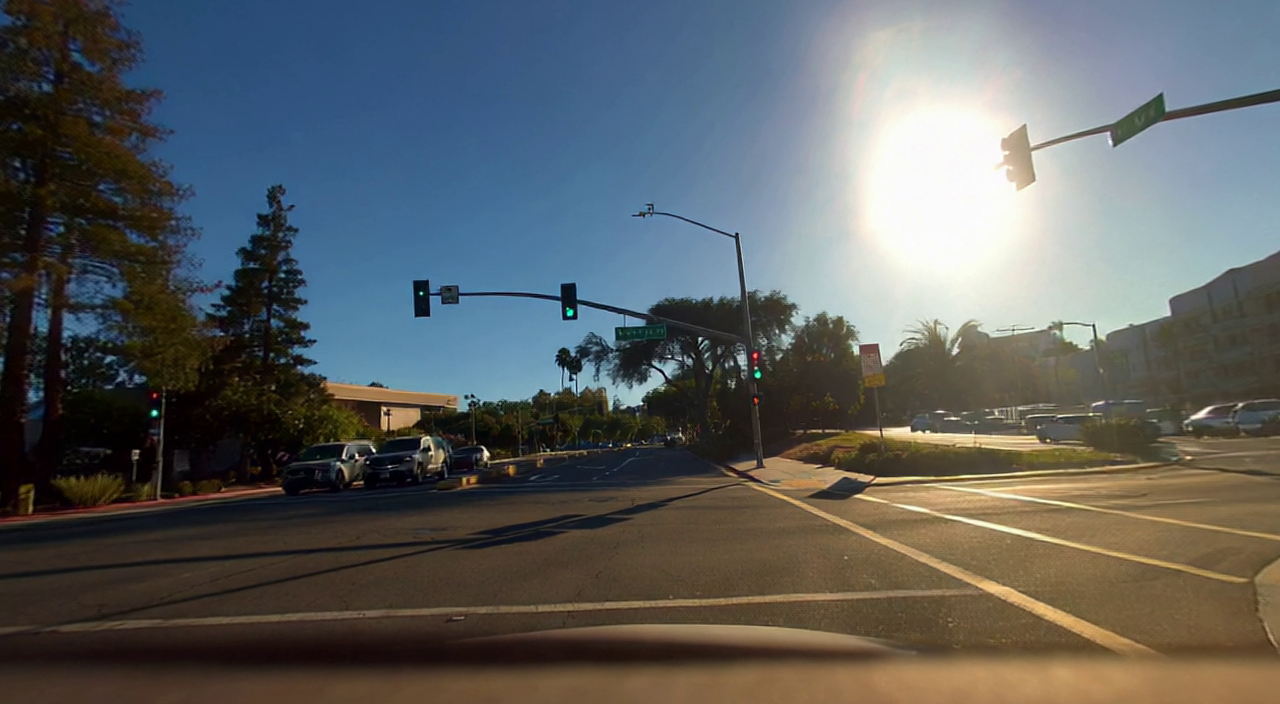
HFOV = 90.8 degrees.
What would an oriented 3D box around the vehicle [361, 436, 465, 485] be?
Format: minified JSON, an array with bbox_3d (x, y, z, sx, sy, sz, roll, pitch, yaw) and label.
[{"bbox_3d":[-10.156,4.925,28.989,2.664,1.940,5.702,-1,-9,0],"label":"vehicle"}]

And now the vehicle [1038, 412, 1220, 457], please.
[{"bbox_3d":[16.903,2.912,22.131,4.560,1.453,1.851,-3,-9,18],"label":"vehicle"}]

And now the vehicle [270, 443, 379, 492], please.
[{"bbox_3d":[-13.789,5.060,28.063,2.306,1.957,4.968,0,-9,-1],"label":"vehicle"}]
